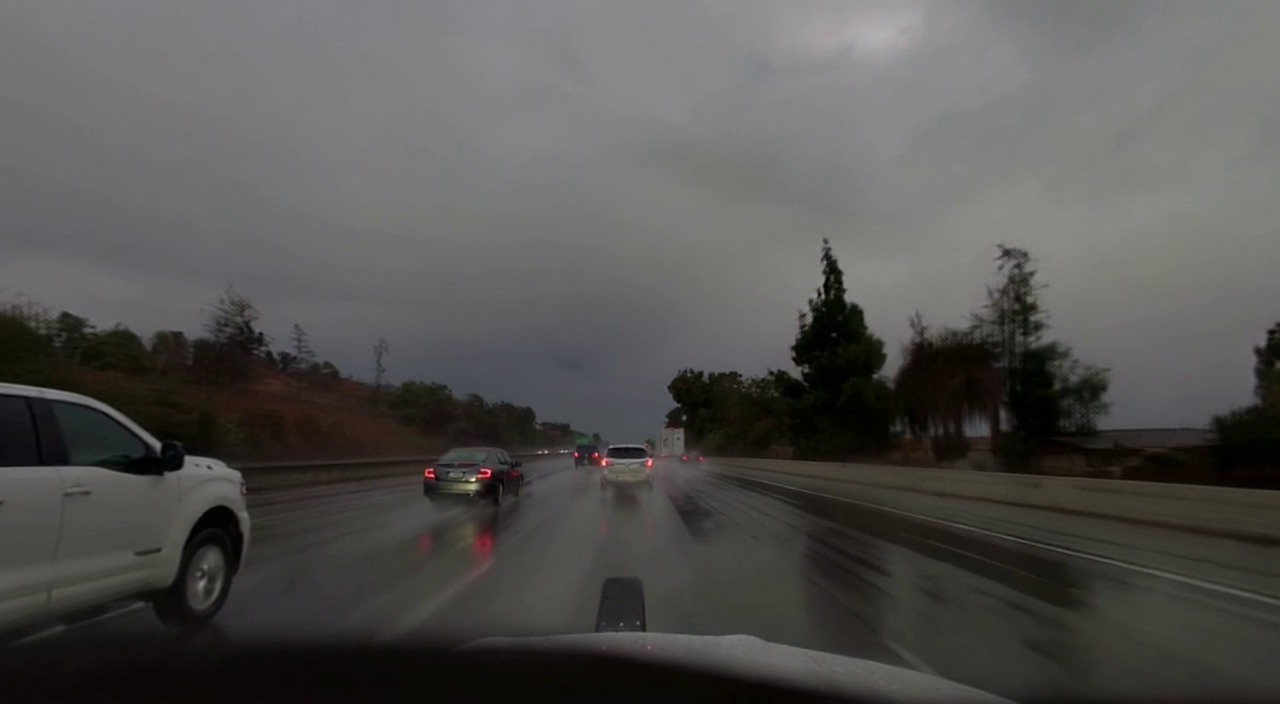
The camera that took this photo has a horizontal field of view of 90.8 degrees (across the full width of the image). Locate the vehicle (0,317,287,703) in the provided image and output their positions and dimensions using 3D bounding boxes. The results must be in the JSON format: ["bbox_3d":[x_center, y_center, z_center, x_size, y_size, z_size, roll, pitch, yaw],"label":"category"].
[{"bbox_3d":[-3.938,0.747,2.416,2.243,1.889,4.949,0,-9,0],"label":"vehicle"}]

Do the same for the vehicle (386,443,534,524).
[{"bbox_3d":[-3.758,2.829,14.101,1.988,1.501,4.438,0,-9,0],"label":"vehicle"}]

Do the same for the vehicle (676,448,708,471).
[{"bbox_3d":[3.660,7.688,45.114,1.858,1.537,3.838,0,-9,-2],"label":"vehicle"}]

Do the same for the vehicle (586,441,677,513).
[{"bbox_3d":[-0.196,3.020,15.630,1.996,1.574,3.426,0,-9,0],"label":"vehicle"}]

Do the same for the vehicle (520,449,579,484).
[{"bbox_3d":[-4.012,5.172,28.760,1.999,1.484,4.269,0,-9,1],"label":"vehicle"}]
